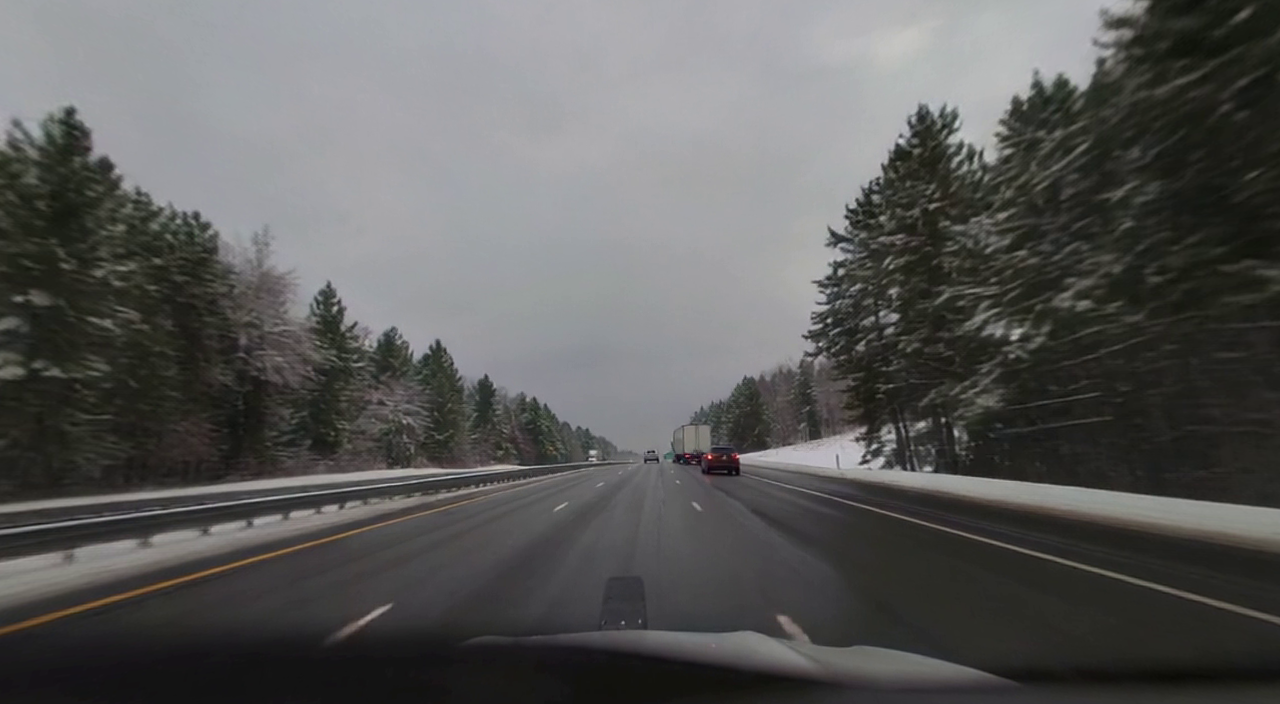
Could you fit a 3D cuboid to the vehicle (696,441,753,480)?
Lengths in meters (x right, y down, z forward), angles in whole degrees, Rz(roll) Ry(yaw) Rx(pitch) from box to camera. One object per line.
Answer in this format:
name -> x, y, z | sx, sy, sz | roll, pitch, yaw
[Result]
vehicle -> 3.814, 5.021, 29.301 | 2.096, 1.653, 4.185 | 0, -9, 0
